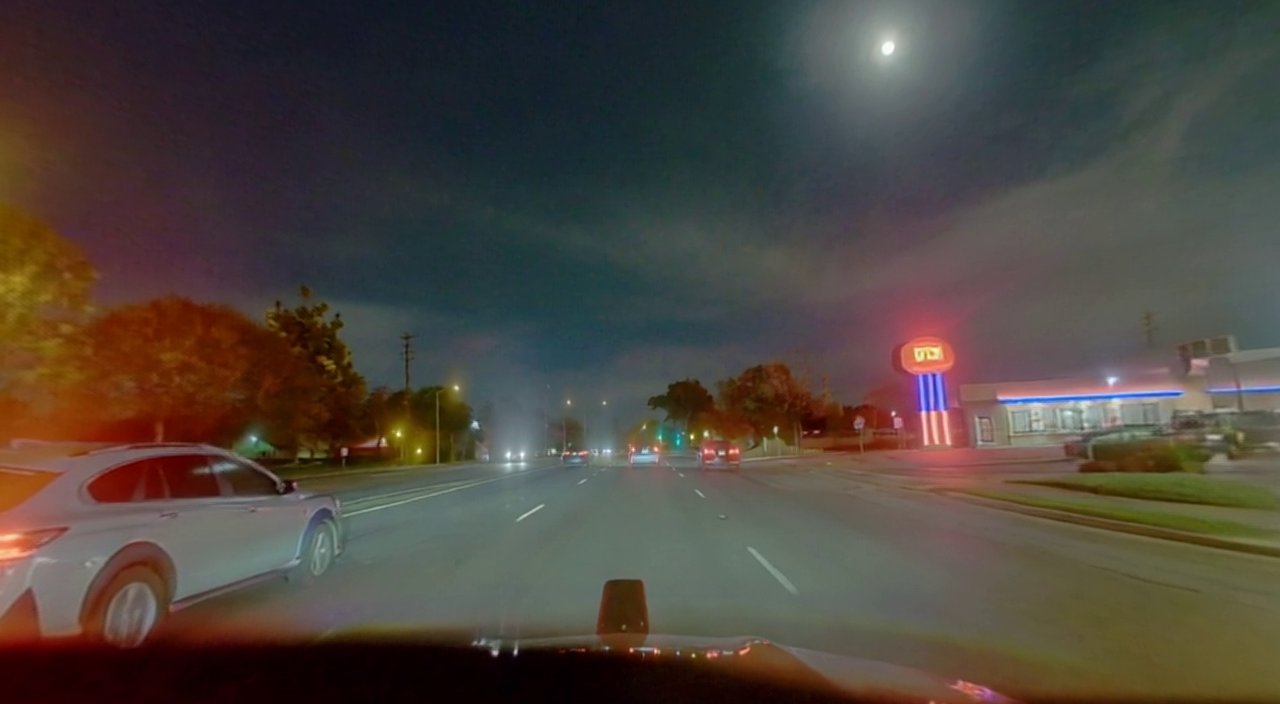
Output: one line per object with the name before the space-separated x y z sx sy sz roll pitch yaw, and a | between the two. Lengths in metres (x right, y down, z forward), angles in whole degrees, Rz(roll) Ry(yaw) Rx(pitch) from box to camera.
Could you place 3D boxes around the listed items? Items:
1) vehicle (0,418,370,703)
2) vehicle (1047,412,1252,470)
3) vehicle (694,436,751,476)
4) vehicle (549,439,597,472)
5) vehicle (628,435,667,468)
vehicle | -3.978 1.323 4.731 1.908 1.481 4.351 0 -9 1
vehicle | 16.793 3.008 21.130 1.945 1.690 4.833 4 -9 -27
vehicle | 3.519 4.517 27.542 1.922 1.579 3.642 0 -9 -1
vehicle | -3.567 5.606 34.344 2.026 1.665 4.193 0 -9 2
vehicle | 0.407 5.940 37.794 2.193 1.873 4.033 0 -9 0
